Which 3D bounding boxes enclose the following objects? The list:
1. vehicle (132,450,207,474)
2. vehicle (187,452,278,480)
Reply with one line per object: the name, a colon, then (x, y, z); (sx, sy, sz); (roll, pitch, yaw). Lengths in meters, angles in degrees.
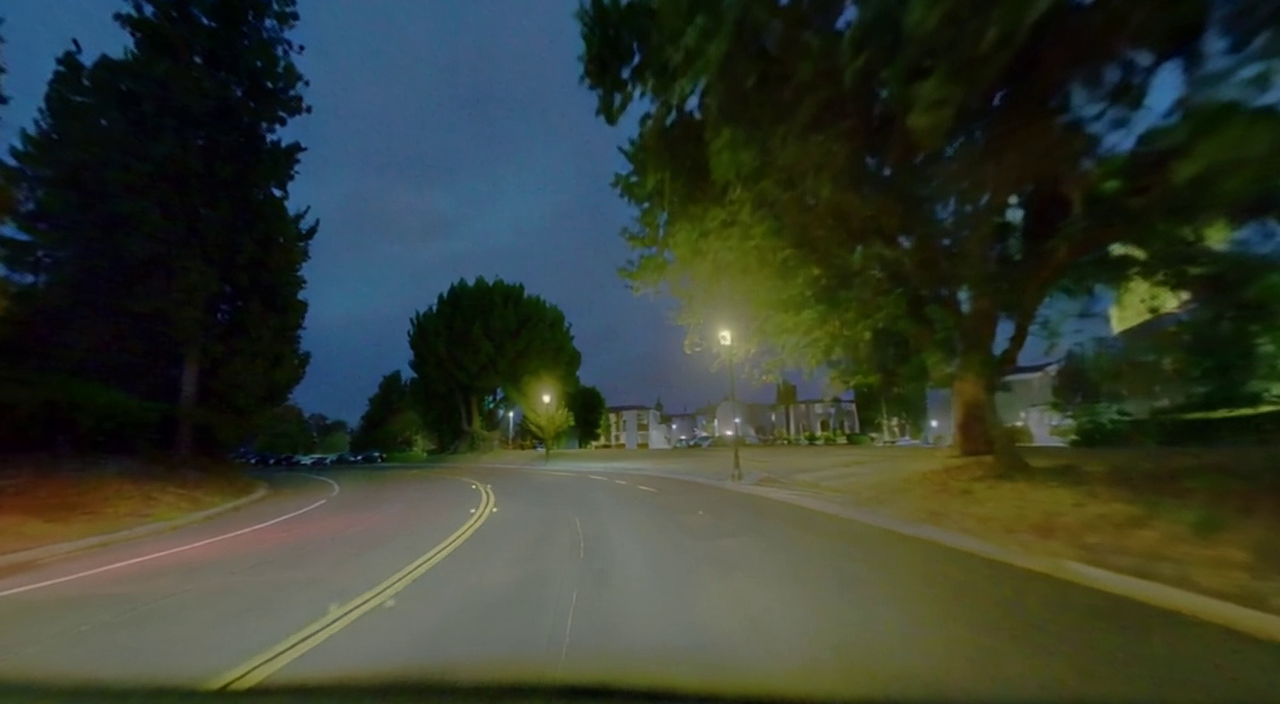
vehicle: (-33.369, 7.814, 44.812); (4.946, 1.537, 2.206); (-6, -9, 26)
vehicle: (-25.021, 6.900, 38.625); (7.241, 1.161, 2.772); (-6, -7, 42)
